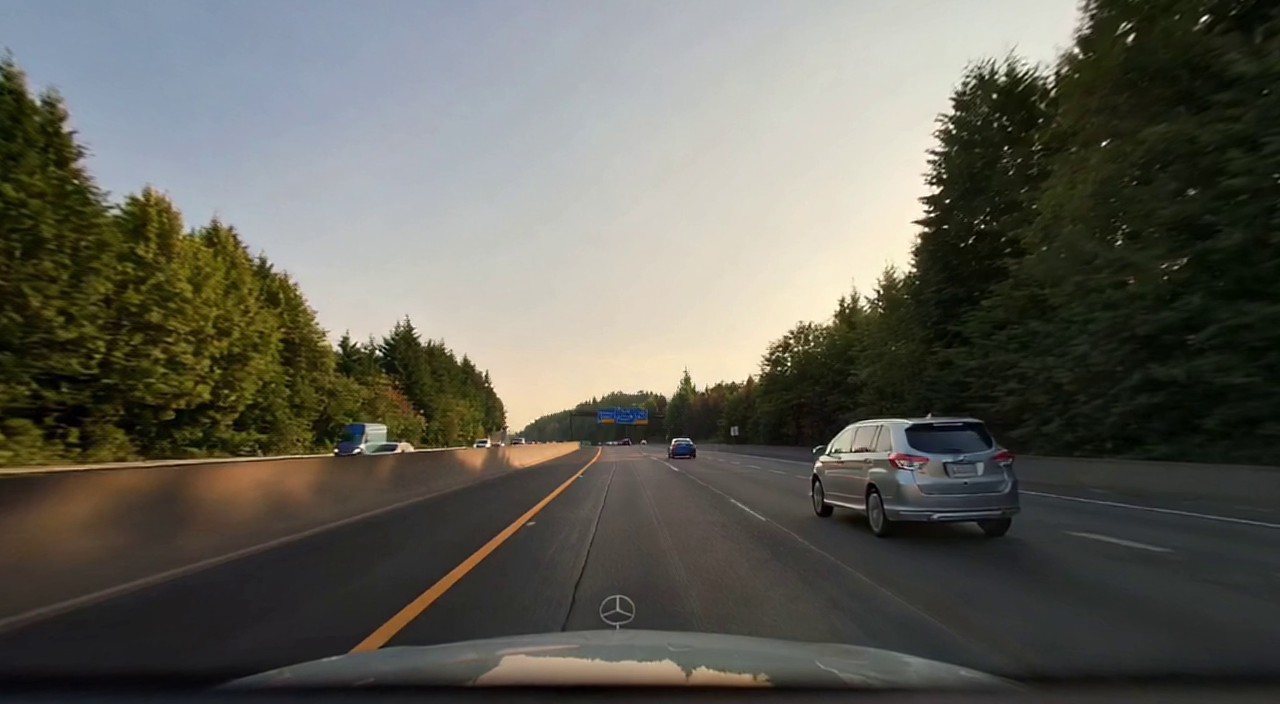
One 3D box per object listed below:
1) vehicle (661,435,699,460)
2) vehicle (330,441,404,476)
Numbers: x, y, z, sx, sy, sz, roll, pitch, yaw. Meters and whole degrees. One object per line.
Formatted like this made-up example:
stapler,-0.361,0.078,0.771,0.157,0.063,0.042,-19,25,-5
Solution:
vehicle,2.531,6.147,40.636,1.958,1.526,4.227,1,-8,-3
vehicle,-13.464,5.249,31.344,1.936,1.579,4.121,0,-8,-2
